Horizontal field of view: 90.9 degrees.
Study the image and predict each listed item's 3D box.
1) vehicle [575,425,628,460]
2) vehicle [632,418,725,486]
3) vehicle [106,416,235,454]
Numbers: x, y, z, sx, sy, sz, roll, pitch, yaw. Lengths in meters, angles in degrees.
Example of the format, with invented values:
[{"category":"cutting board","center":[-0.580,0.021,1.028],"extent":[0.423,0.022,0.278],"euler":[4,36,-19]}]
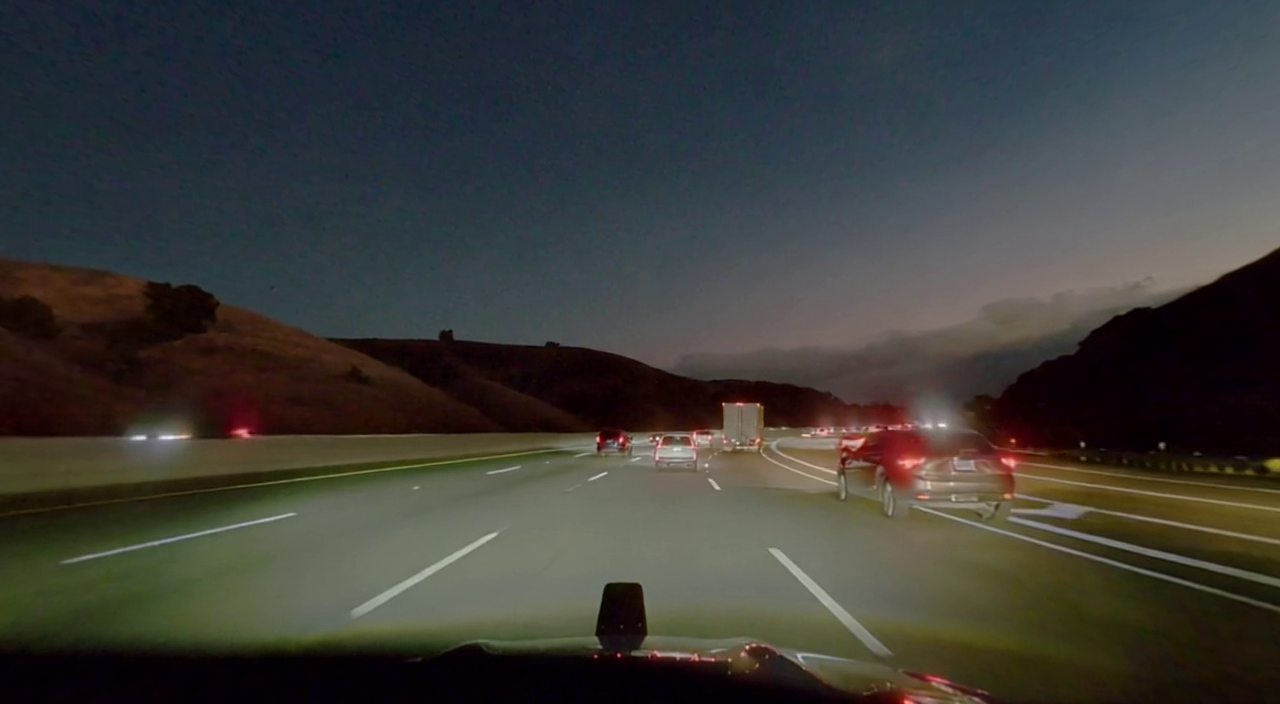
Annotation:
[{"category":"vehicle","center":[-2.003,4.891,34.127],"extent":[2.077,1.712,4.406],"euler":[-1,-8,7]},{"category":"vehicle","center":[1.151,3.049,19.384],"extent":[2.484,1.820,4.497],"euler":[-1,-8,3]},{"category":"vehicle","center":[-23.338,4.209,31.689],"extent":[2.019,1.717,5.356],"euler":[-1,-8,6]}]
